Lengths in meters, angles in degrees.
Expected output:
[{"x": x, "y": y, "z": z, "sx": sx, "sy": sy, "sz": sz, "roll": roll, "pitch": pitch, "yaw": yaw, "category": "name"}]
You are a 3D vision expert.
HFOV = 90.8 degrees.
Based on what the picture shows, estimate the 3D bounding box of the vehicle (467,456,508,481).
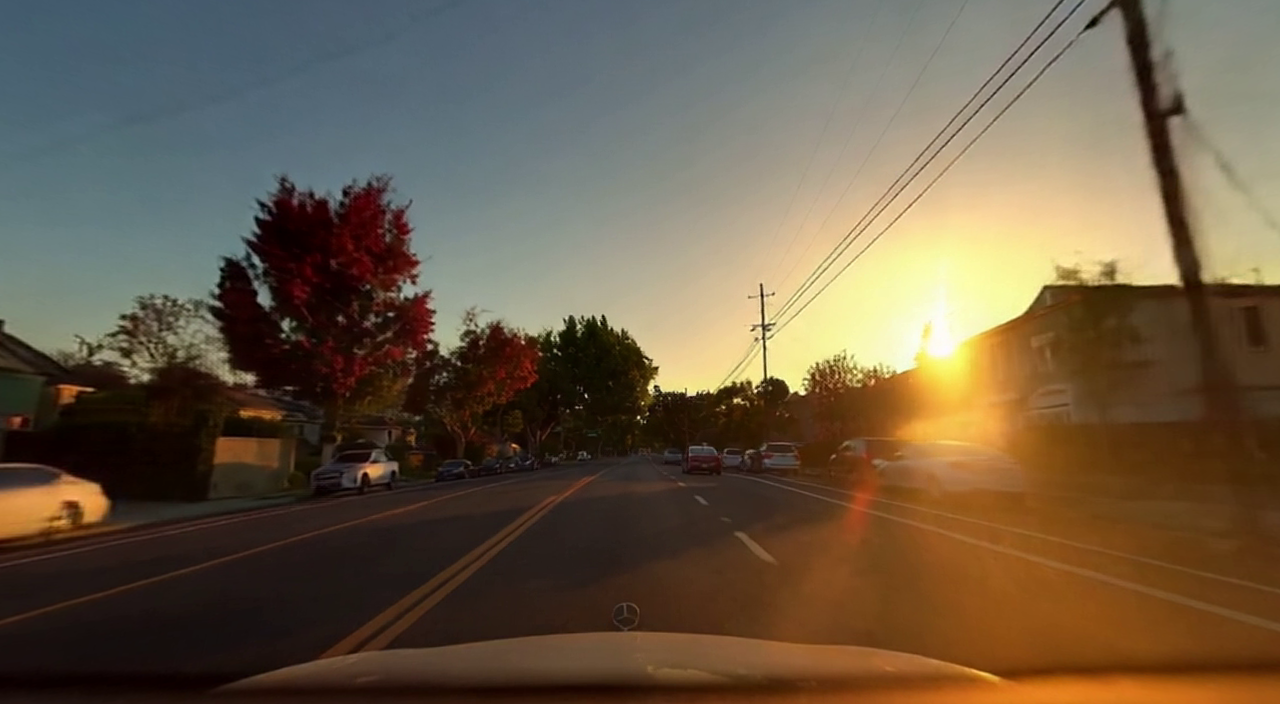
[{"x": -11.805, "y": 9.013, "z": 49.100, "sx": 1.888, "sy": 1.668, "sz": 5.052, "roll": 0, "pitch": -8, "yaw": 0, "category": "vehicle"}]

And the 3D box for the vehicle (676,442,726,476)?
[{"x": 3.052, "y": 5.461, "z": 32.504, "sx": 1.951, "sy": 1.620, "sz": 4.582, "roll": 0, "pitch": -8, "yaw": -2, "category": "vehicle"}]

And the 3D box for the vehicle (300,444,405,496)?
[{"x": -11.600, "y": 4.741, "z": 25.903, "sx": 2.181, "sy": 1.920, "sz": 4.570, "roll": 0, "pitch": -8, "yaw": -1, "category": "vehicle"}]

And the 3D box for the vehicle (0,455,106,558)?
[{"x": -11.536, "y": 2.535, "z": 10.123, "sx": 1.953, "sy": 1.649, "sz": 4.648, "roll": 0, "pitch": -8, "yaw": -2, "category": "vehicle"}]

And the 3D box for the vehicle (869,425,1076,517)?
[{"x": 7.484, "y": 2.715, "z": 15.030, "sx": 2.071, "sy": 1.793, "sz": 5.072, "roll": 0, "pitch": -8, "yaw": -1, "category": "vehicle"}]

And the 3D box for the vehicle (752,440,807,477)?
[{"x": 7.514, "y": 5.786, "z": 34.576, "sx": 1.873, "sy": 1.867, "sz": 4.673, "roll": 0, "pitch": -8, "yaw": -1, "category": "vehicle"}]

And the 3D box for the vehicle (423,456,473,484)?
[{"x": -11.774, "y": 7.238, "z": 39.037, "sx": 1.809, "sy": 1.476, "sz": 4.423, "roll": 0, "pitch": -8, "yaw": -2, "category": "vehicle"}]
